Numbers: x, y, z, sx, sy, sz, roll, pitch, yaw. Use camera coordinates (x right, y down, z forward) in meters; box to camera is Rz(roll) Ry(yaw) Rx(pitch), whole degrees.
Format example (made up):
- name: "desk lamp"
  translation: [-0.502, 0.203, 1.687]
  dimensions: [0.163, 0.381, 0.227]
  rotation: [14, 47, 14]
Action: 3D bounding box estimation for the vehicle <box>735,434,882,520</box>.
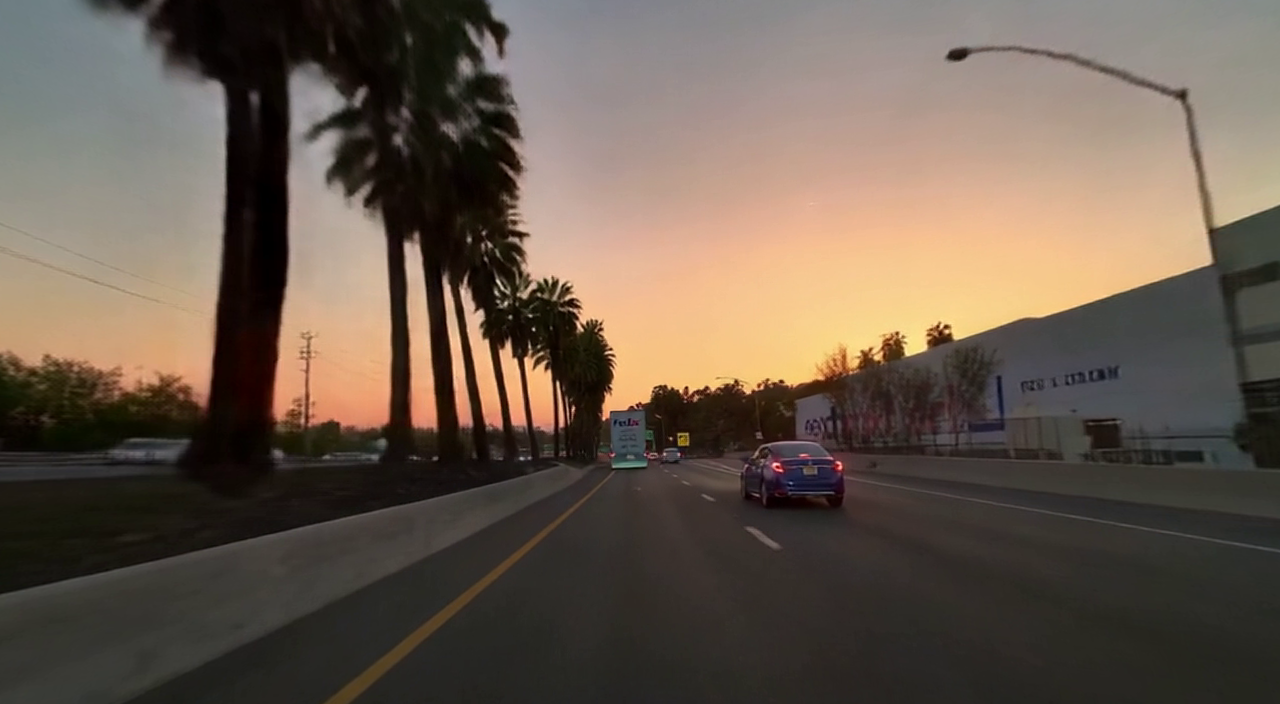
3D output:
- name: "vehicle"
  translation: [3.457, 2.648, 13.847]
  dimensions: [1.966, 1.558, 4.238]
  rotation: [0, -9, -1]
